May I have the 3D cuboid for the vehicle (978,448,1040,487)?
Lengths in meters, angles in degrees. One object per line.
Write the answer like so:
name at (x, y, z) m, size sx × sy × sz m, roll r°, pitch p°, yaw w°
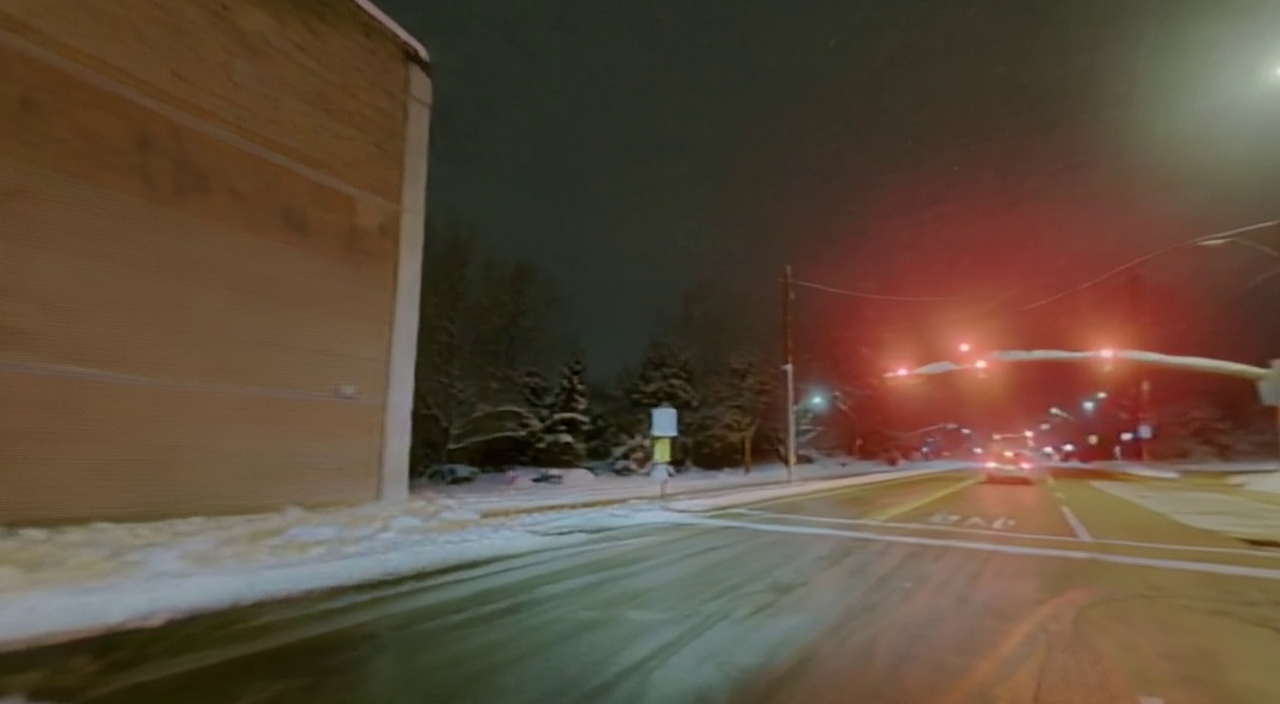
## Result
vehicle at (17.757, 5.447, 30.285) m, size 2.218 × 1.657 × 4.551 m, roll -5°, pitch -10°, yaw 33°
